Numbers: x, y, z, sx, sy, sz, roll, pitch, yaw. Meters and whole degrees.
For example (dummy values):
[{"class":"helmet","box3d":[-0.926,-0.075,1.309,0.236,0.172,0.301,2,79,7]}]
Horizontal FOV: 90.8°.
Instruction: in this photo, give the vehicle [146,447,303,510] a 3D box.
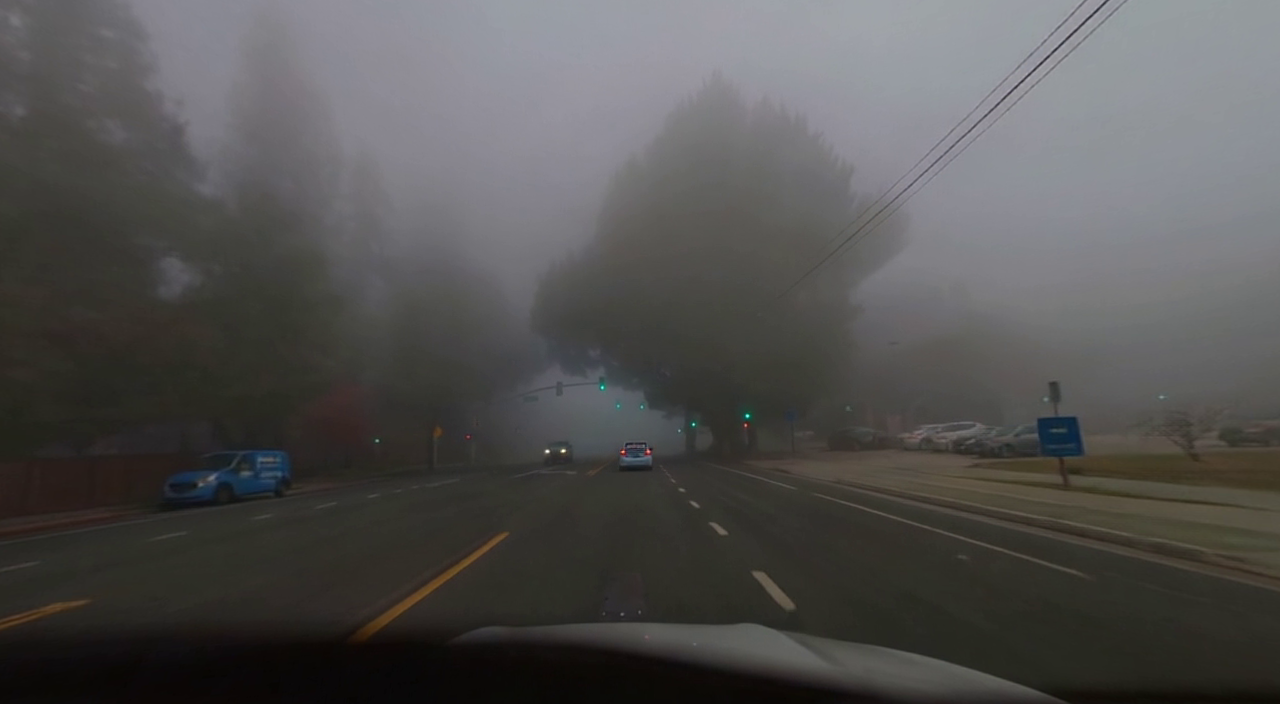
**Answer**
[{"class":"vehicle","box3d":[-12.996,3.946,20.192,1.957,1.754,4.393,0,-9,1]}]

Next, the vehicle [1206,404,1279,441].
[{"class":"vehicle","box3d":[28.322,3.126,28.016,4.532,1.545,1.940,-1,-9,-1]}]

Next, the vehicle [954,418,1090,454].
[{"class":"vehicle","box3d":[16.721,3.705,27.804,4.658,1.495,1.978,0,-9,0]}]

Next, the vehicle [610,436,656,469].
[{"class":"vehicle","box3d":[-0.330,4.854,30.686,2.104,1.462,3.991,0,-9,0]}]
